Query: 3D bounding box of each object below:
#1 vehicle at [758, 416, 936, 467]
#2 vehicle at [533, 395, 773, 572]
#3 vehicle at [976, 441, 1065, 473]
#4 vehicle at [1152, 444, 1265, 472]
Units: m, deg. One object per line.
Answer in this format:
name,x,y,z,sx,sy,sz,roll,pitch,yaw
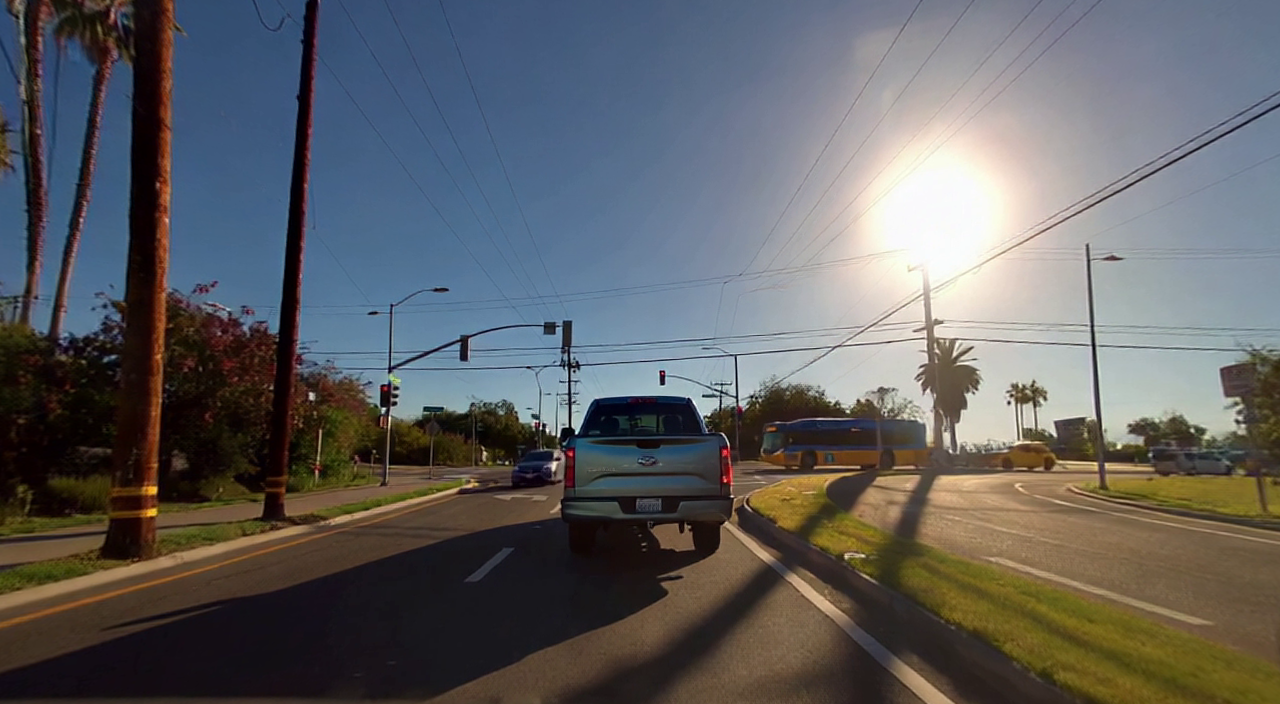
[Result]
vehicle,13.516,5.991,42.060,10.726,3.128,3.003,-1,-8,2
vehicle,0.096,1.883,9.963,2.707,1.964,5.485,0,-8,-1
vehicle,26.786,7.421,44.592,5.077,2.008,1.991,2,-9,-3
vehicle,36.896,6.882,41.079,5.426,1.728,1.999,0,-8,-2
